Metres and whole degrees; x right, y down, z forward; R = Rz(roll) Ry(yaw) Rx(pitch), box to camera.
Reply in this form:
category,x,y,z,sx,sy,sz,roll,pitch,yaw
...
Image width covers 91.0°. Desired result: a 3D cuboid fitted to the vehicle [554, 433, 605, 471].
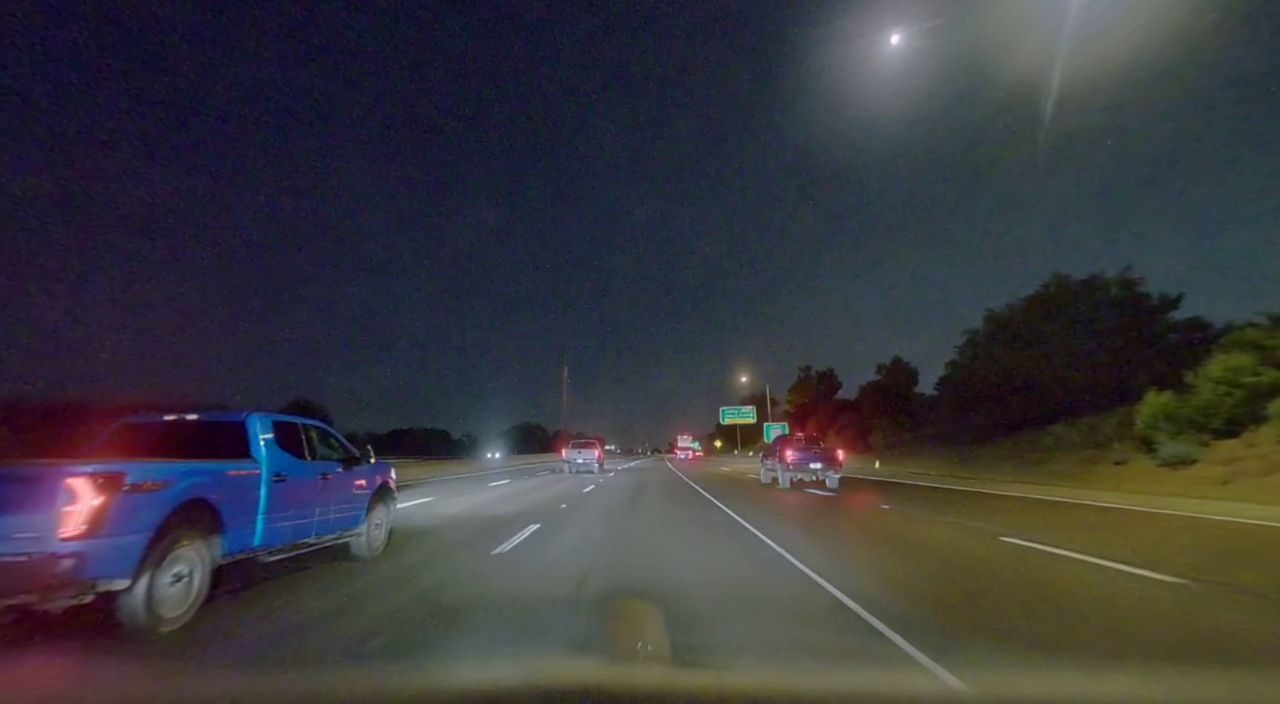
category,x,y,z,sx,sy,sz,roll,pitch,yaw
vehicle,-3.712,6.332,39.987,2.496,2.203,6.317,0,-9,1

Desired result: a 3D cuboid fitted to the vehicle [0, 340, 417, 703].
category,x,y,z,sx,sy,sz,roll,pitch,yaw
vehicle,-4.260,1.276,5.779,2.285,1.853,5.564,0,-9,1
